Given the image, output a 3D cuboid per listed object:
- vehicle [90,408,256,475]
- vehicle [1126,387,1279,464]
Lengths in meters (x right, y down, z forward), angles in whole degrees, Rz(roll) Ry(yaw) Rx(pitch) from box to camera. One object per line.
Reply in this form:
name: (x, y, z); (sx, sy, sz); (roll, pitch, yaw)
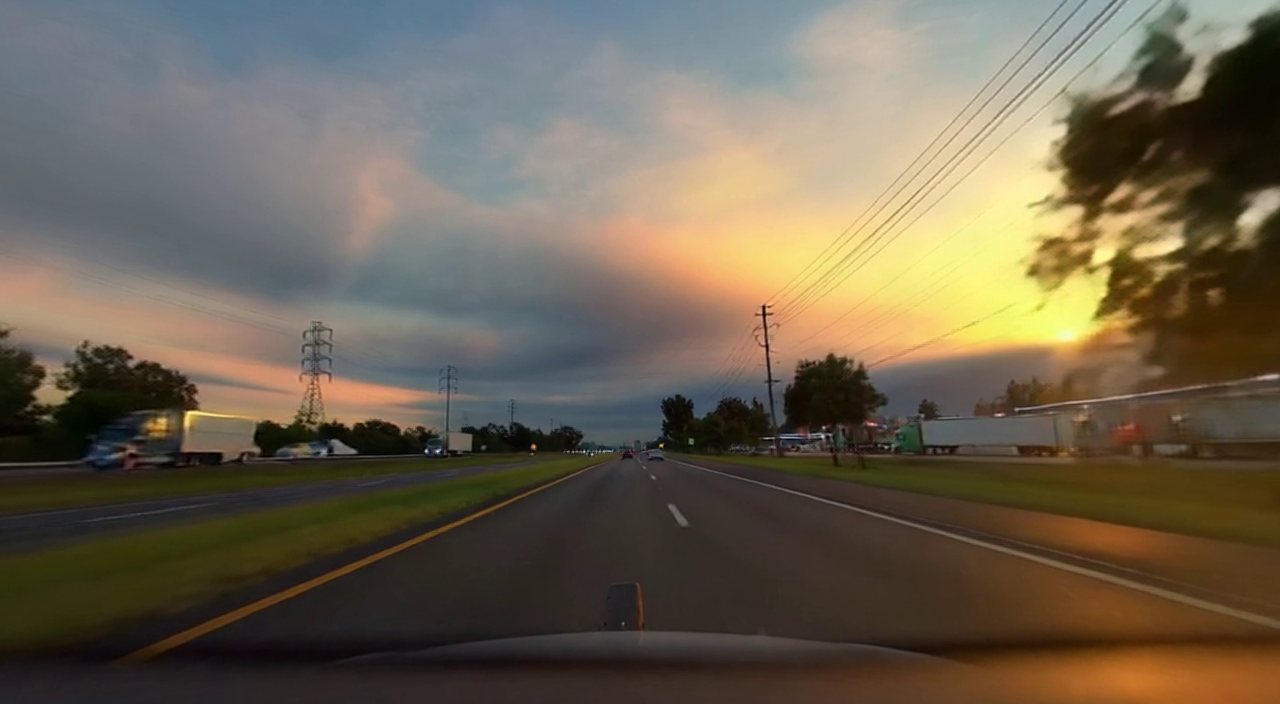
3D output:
vehicle: (-27.710, 5.461, 38.255); (3.002, 3.528, 9.434); (0, -9, -2)
vehicle: (35.637, 3.928, 34.115); (3.224, 4.043, 14.034); (6, -11, -45)
